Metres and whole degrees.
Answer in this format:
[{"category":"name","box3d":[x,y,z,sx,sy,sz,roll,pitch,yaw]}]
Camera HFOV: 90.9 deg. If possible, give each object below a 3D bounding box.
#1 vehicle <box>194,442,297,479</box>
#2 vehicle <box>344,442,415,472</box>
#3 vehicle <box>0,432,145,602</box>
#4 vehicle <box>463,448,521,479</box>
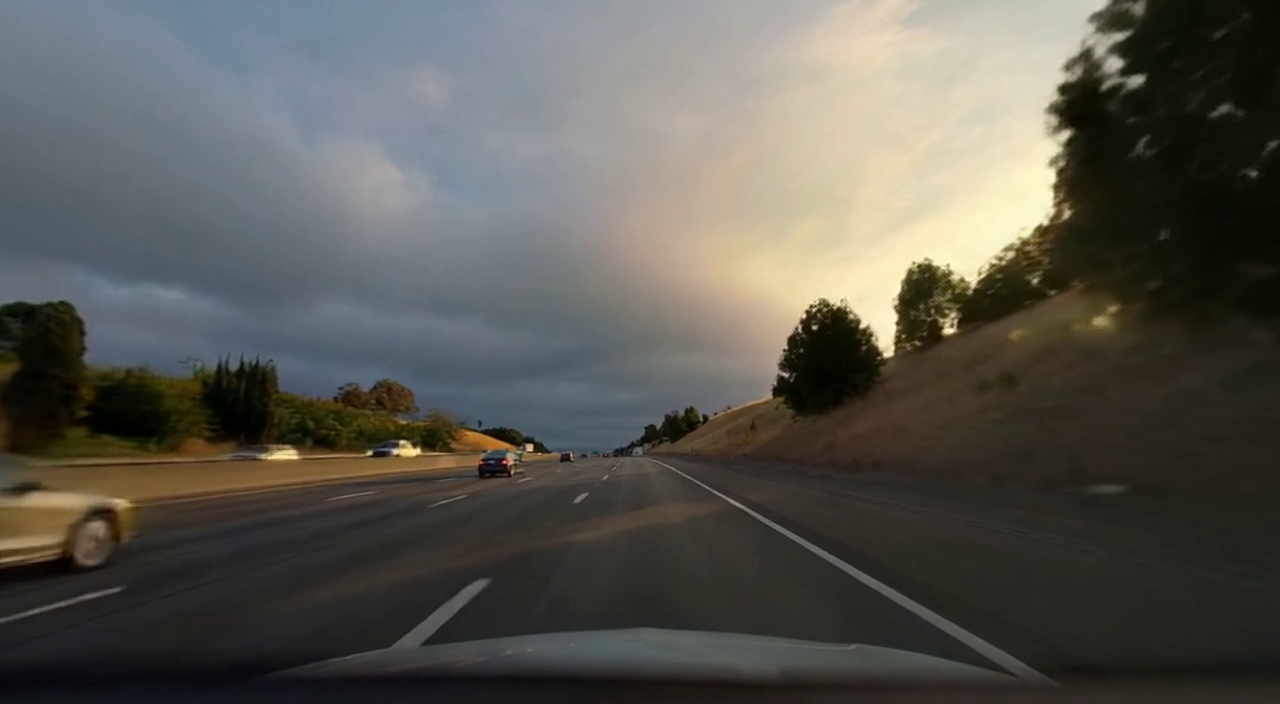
[{"category":"vehicle","box3d":[-18.525,5.122,29.876,1.931,1.572,4.643,0,-9,-1]},{"category":"vehicle","box3d":[-15.057,6.103,36.754,2.070,1.621,4.781,0,-9,0]},{"category":"vehicle","box3d":[-6.669,1.343,4.778,2.015,1.483,4.626,0,-9,1]},{"category":"vehicle","box3d":[-7.507,5.695,32.417,1.966,1.476,4.240,0,-9,0]}]
